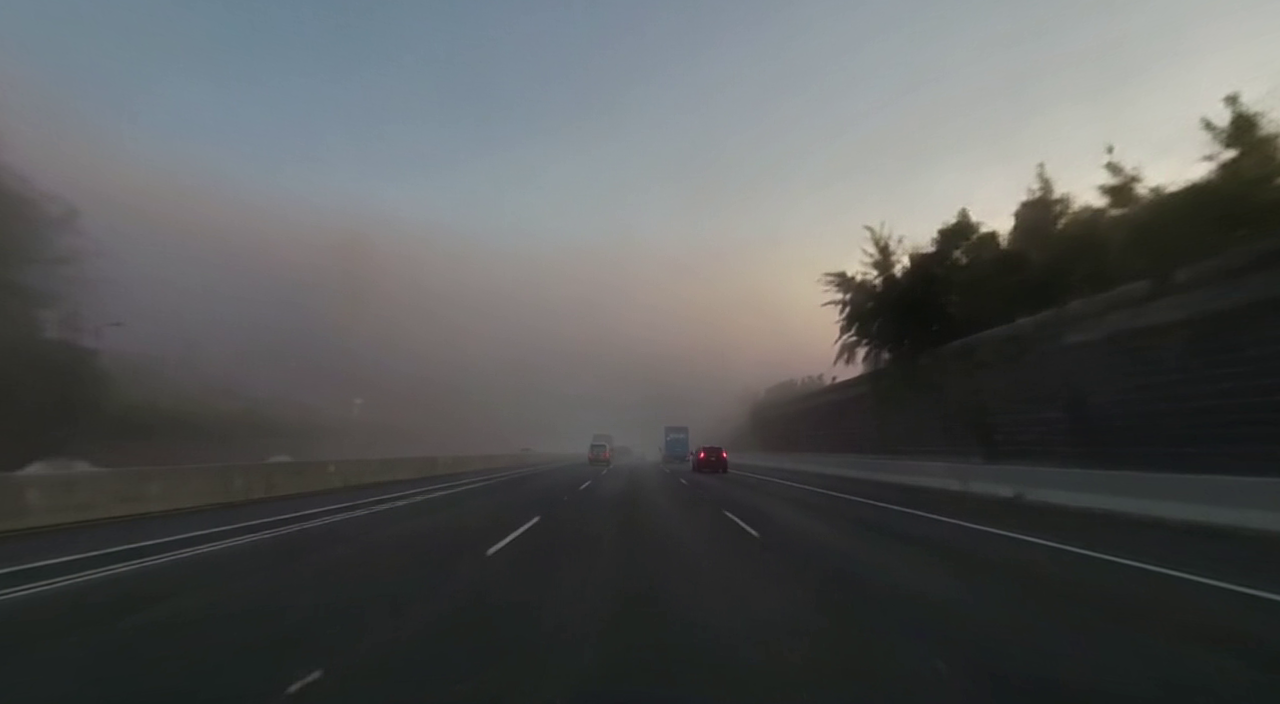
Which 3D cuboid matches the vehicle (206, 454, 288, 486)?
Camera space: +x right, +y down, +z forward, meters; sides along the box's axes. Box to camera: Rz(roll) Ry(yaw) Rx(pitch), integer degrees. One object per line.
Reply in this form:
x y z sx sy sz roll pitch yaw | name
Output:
-23.286 6.974 37.615 1.971 1.710 4.493 0 -9 1 | vehicle

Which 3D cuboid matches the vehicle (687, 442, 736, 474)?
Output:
3.829 5.759 34.440 2.066 1.638 4.158 0 -9 -2 | vehicle
